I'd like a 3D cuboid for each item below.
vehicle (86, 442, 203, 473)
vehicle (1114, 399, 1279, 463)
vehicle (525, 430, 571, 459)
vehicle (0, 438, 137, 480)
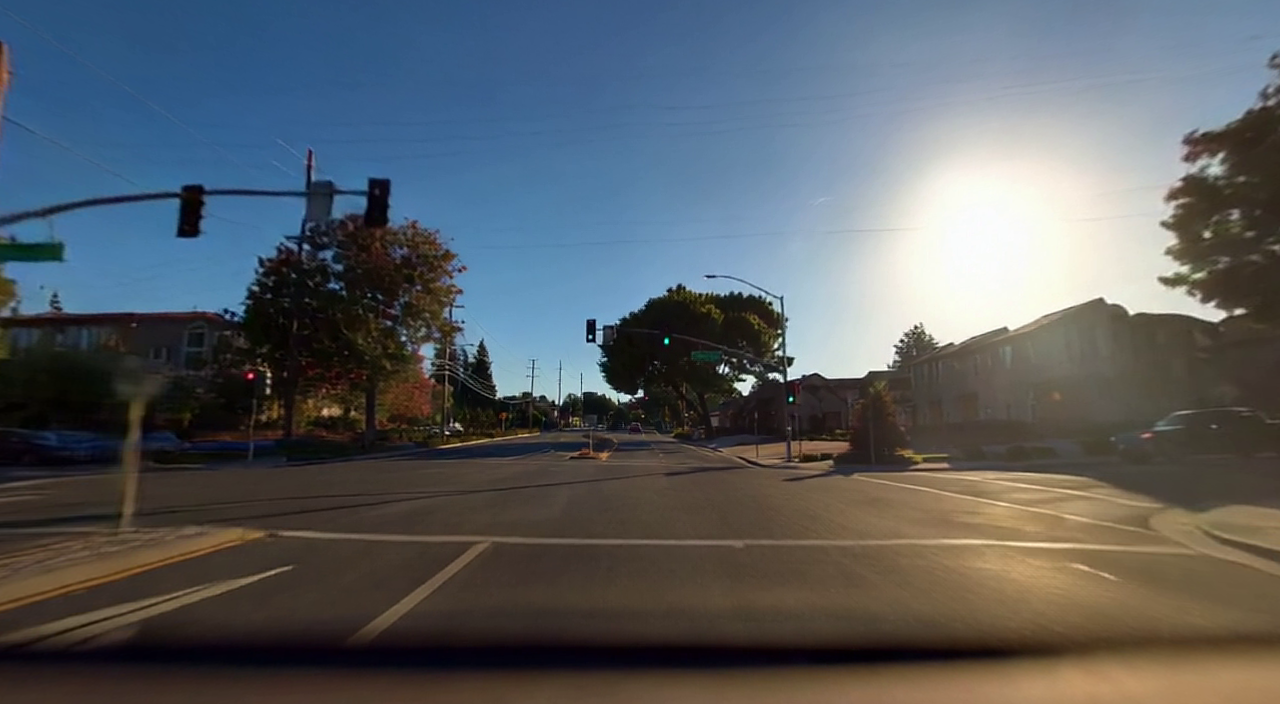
[{"bbox_3d":[-24.672,5.260,31.507,4.195,1.493,1.890,0,-8,-2],"label":"vehicle"},{"bbox_3d":[18.721,2.581,20.436,4.775,1.952,2.239,0,-8,2],"label":"vehicle"},{"bbox_3d":[-5.169,5.207,35.969,1.948,1.471,5.408,2,-7,-2],"label":"vehicle"},{"bbox_3d":[-24.783,4.570,27.048,4.553,1.722,1.915,0,-8,-3],"label":"vehicle"}]
